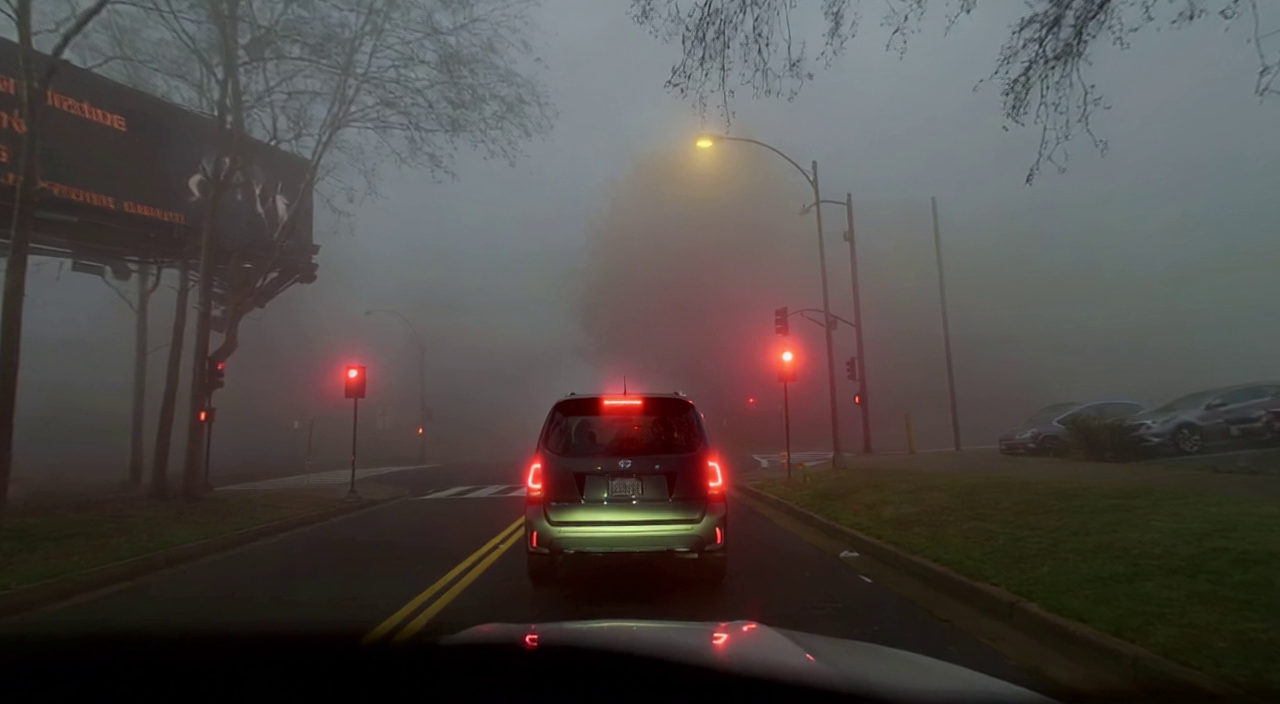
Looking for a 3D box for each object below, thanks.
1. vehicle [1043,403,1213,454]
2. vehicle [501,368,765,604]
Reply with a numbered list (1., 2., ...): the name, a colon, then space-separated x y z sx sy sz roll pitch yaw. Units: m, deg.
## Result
1. vehicle: 15.282 2.449 19.937 3.750 1.502 1.781 -2 -8 13
2. vehicle: -0.057 1.363 7.137 2.142 1.904 3.816 -1 -8 0
